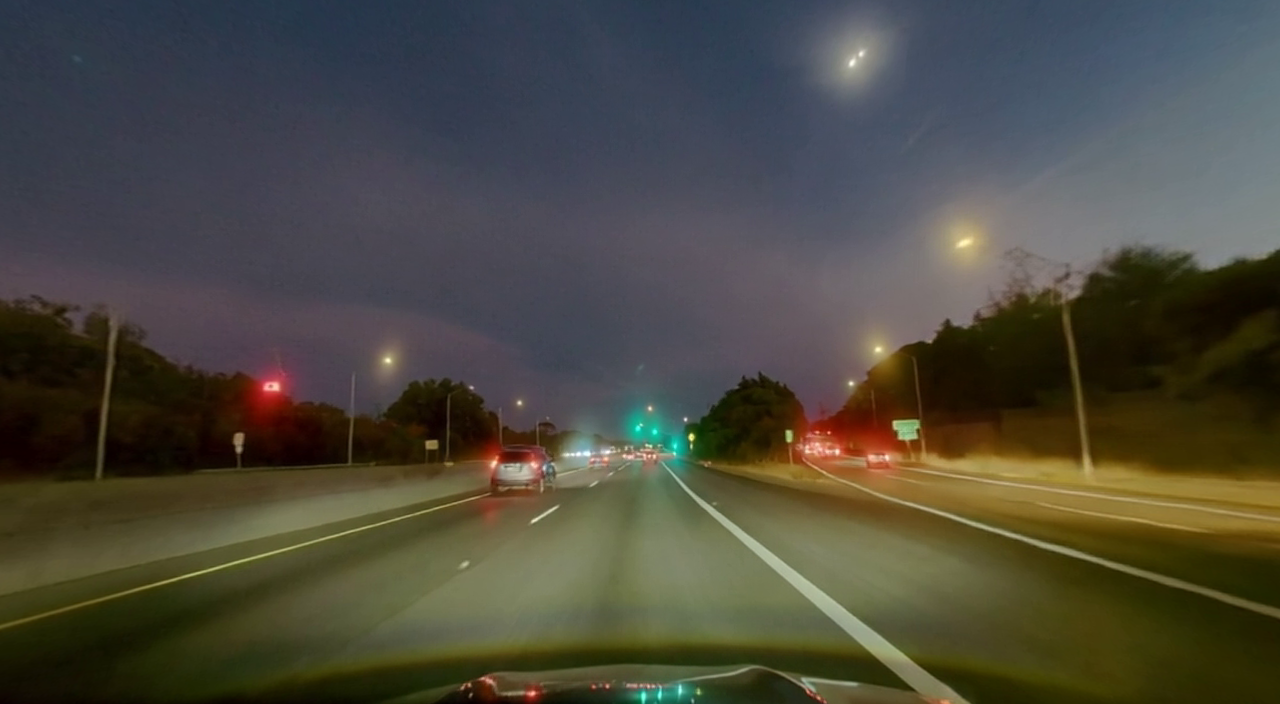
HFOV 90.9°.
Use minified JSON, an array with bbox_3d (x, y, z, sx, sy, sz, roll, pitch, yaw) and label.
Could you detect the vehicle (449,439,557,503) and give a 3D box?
[{"bbox_3d":[-3.952,3.533,19.052,2.263,1.696,4.321,0,-9,0],"label":"vehicle"}]
